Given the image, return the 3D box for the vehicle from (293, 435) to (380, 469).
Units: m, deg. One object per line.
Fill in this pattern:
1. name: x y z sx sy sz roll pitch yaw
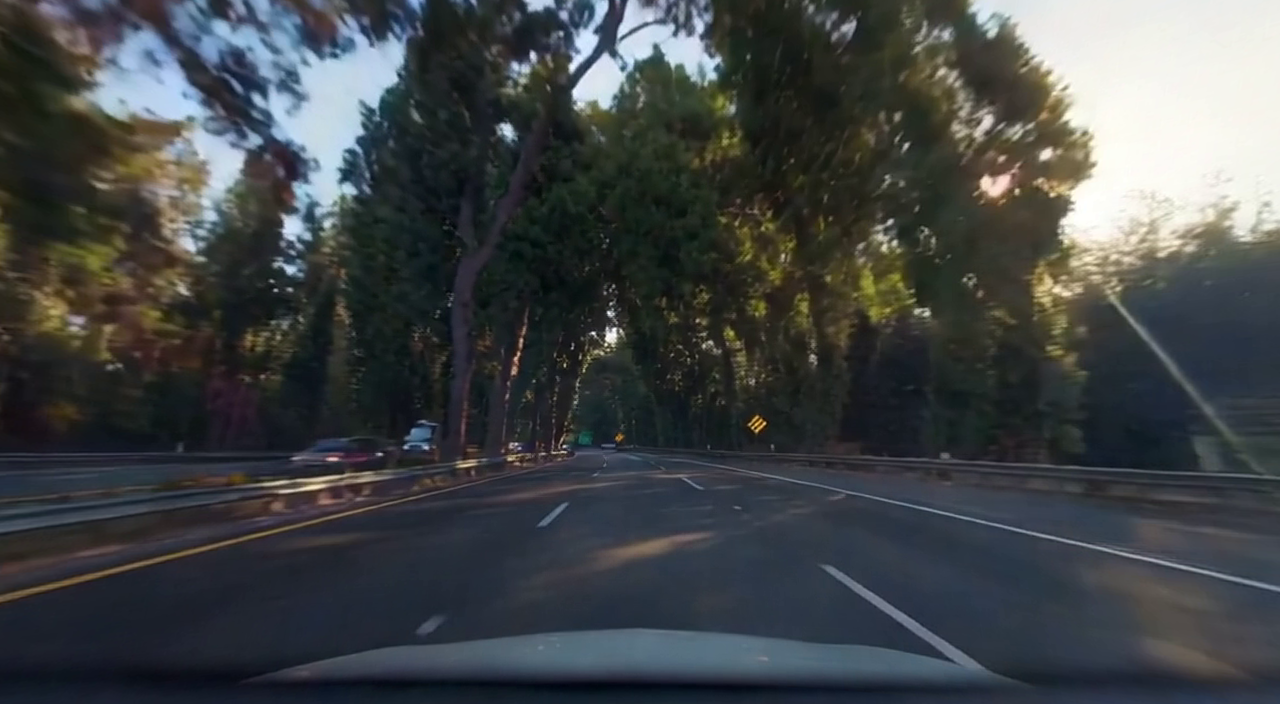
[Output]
1. vehicle: -13.848 4.601 29.085 1.854 1.438 4.451 0 -9 -1
